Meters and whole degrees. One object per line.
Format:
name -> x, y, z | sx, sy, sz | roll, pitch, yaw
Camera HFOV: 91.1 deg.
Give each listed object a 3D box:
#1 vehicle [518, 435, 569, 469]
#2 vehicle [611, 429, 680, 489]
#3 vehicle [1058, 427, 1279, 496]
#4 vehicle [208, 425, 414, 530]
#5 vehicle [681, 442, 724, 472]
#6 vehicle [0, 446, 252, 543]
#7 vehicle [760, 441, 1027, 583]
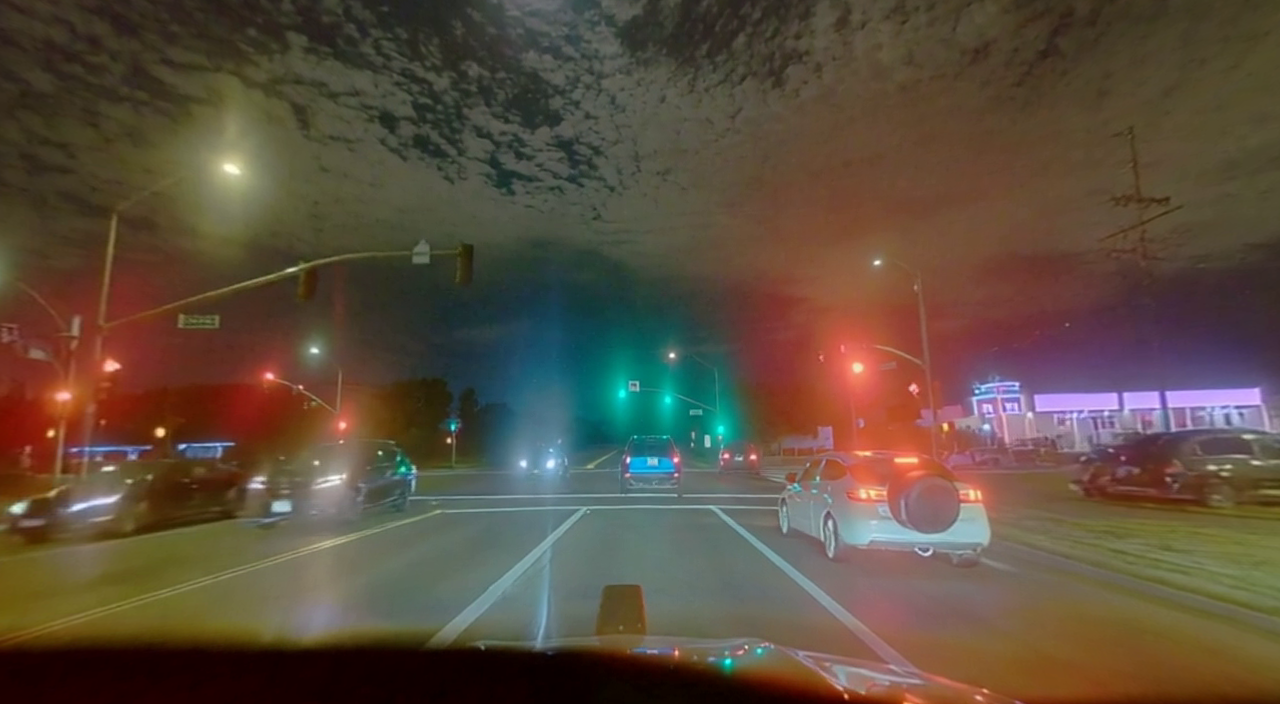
vehicle -> -6.156, 6.440, 40.659 | 2.374, 2.031, 5.737 | 0, -8, 0
vehicle -> 0.166, 3.846, 22.918 | 2.296, 1.947, 4.168 | 0, -8, 0
vehicle -> 13.597, 2.743, 15.890 | 4.507, 1.610, 2.045 | 0, -8, 0
vehicle -> -6.656, 2.554, 13.422 | 1.957, 1.836, 4.434 | 0, -8, 0
vehicle -> 3.733, 6.346, 38.211 | 2.138, 1.729, 4.178 | 0, -8, -1
vehicle -> -10.380, 2.713, 12.761 | 1.943, 1.552, 4.670 | 0, -8, 0
vehicle -> 3.123, 2.028, 8.923 | 1.900, 1.478, 4.425 | 0, -8, -1
